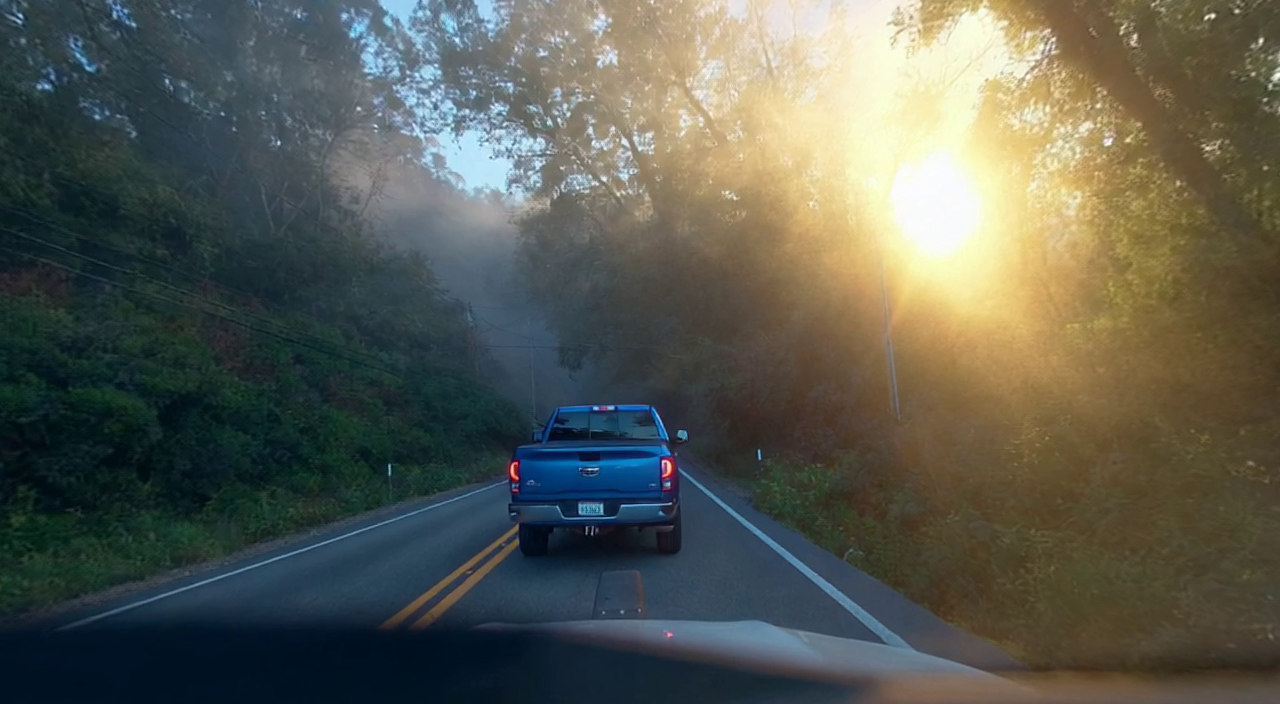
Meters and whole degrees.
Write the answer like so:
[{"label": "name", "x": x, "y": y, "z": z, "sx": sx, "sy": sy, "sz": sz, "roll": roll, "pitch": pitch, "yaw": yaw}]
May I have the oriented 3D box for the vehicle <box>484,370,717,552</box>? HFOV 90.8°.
[{"label": "vehicle", "x": -0.529, "y": 1.761, "z": 10.772, "sx": 2.837, "sy": 2.223, "sz": 5.885, "roll": 0, "pitch": -8, "yaw": -1}]
